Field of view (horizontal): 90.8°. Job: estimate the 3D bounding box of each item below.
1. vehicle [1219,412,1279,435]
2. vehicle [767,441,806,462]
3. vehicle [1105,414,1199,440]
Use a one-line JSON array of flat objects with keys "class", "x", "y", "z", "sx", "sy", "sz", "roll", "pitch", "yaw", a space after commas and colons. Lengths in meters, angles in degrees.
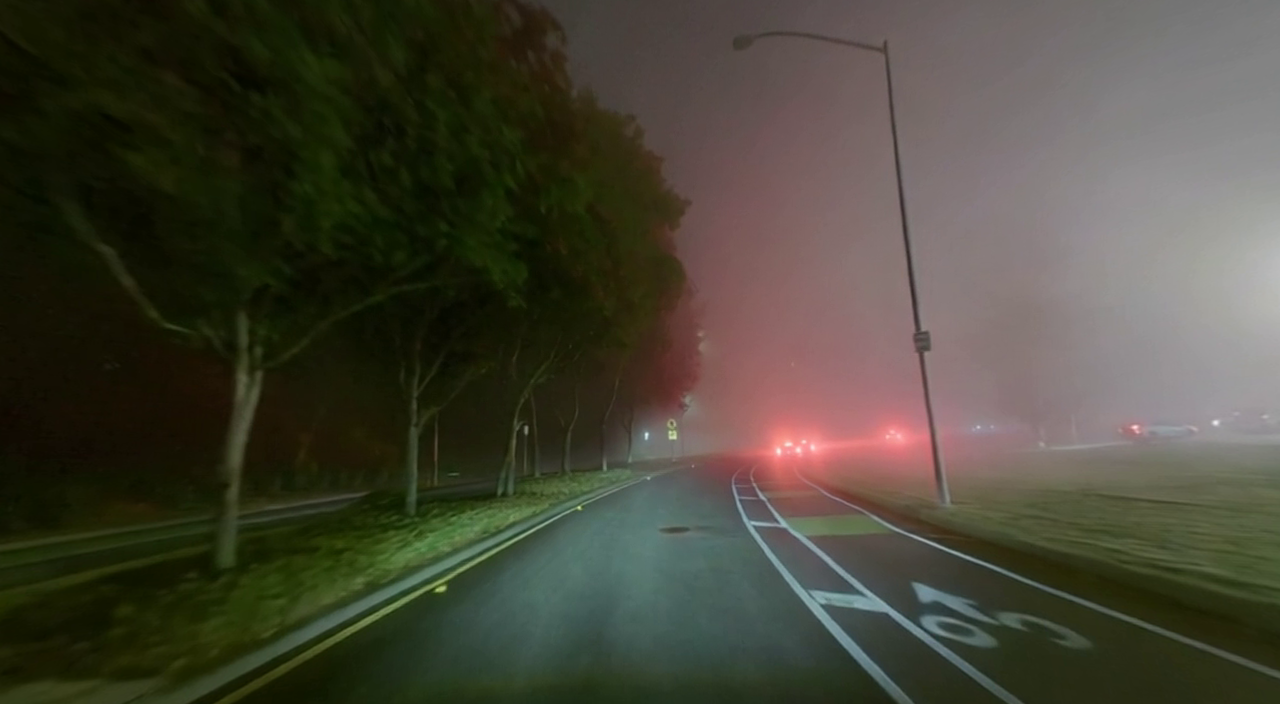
[{"class": "vehicle", "x": 41.153, "y": 4.714, "z": 41.580, "sx": 4.406, "sy": 1.461, "sz": 1.851, "roll": 1, "pitch": -8, "yaw": -6}, {"class": "vehicle", "x": 11.037, "y": 7.449, "z": 47.430, "sx": 2.109, "sy": 1.490, "sz": 4.619, "roll": -4, "pitch": -9, "yaw": 22}, {"class": "vehicle", "x": 33.488, "y": 4.942, "z": 41.376, "sx": 4.615, "sy": 1.610, "sz": 2.040, "roll": 1, "pitch": -9, "yaw": -7}]
